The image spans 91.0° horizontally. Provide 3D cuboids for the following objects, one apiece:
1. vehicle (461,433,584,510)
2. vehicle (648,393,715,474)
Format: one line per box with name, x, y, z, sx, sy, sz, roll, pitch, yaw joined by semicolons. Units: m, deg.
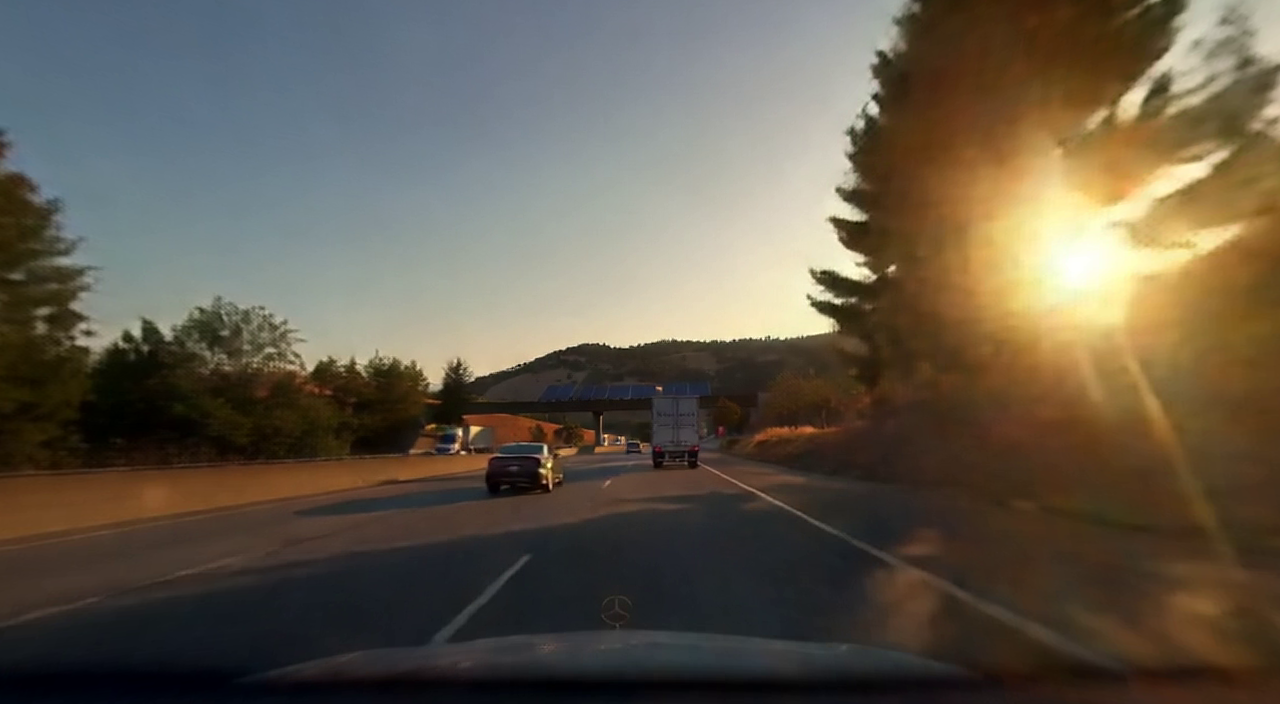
vehicle;-2.651;2.826;15.358;2.066;1.581;4.268;-1;-8;2
vehicle;2.050;4.387;33.526;2.967;3.633;10.015;-1;-8;2
